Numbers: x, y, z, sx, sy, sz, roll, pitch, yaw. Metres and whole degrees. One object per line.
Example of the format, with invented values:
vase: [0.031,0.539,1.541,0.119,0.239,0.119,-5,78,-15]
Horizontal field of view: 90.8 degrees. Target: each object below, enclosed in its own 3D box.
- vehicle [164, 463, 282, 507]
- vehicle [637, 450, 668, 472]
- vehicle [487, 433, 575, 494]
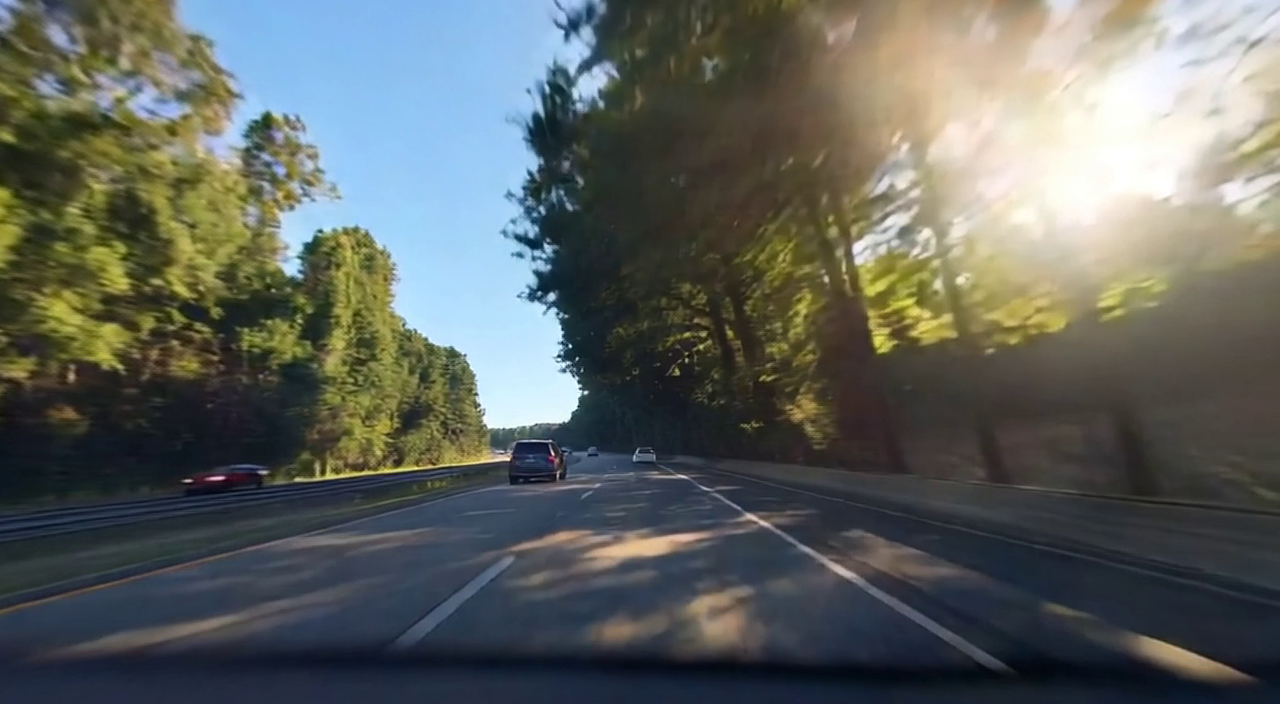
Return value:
vehicle: [-16.200,5.148,24.785,1.720,1.440,4.098,0,-9,1]
vehicle: [0.833,7.588,44.198,2.046,1.452,4.407,0,-9,0]
vehicle: [-3.943,4.155,23.949,2.418,2.049,4.930,0,-9,0]
